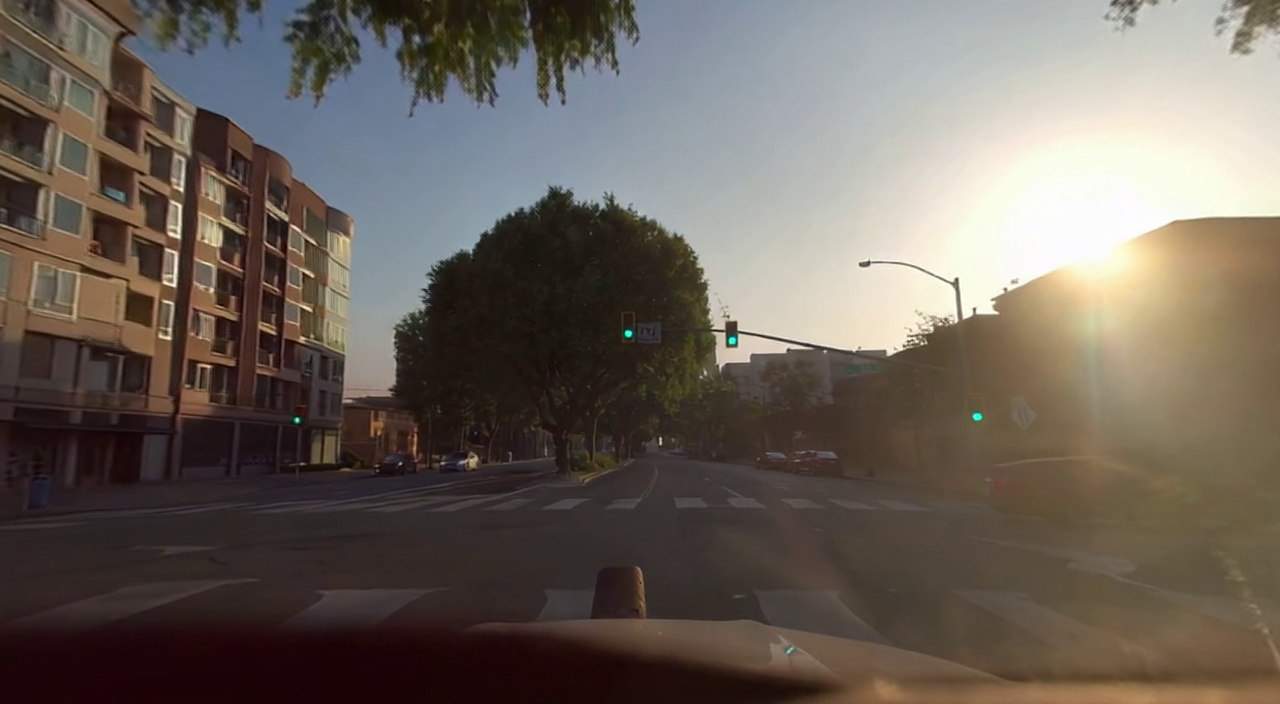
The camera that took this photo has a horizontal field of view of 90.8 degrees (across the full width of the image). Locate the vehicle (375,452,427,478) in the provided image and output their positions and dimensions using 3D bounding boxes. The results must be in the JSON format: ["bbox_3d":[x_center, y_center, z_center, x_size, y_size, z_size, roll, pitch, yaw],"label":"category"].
[{"bbox_3d":[-16.910,7.994,44.837,2.075,1.708,4.335,0,-8,-2],"label":"vehicle"}]

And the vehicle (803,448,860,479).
[{"bbox_3d":[12.667,7.373,42.180,2.181,1.876,4.723,0,-8,-2],"label":"vehicle"}]

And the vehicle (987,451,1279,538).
[{"bbox_3d":[9.977,2.776,12.943,4.683,1.460,1.933,-7,-11,38],"label":"vehicle"}]
